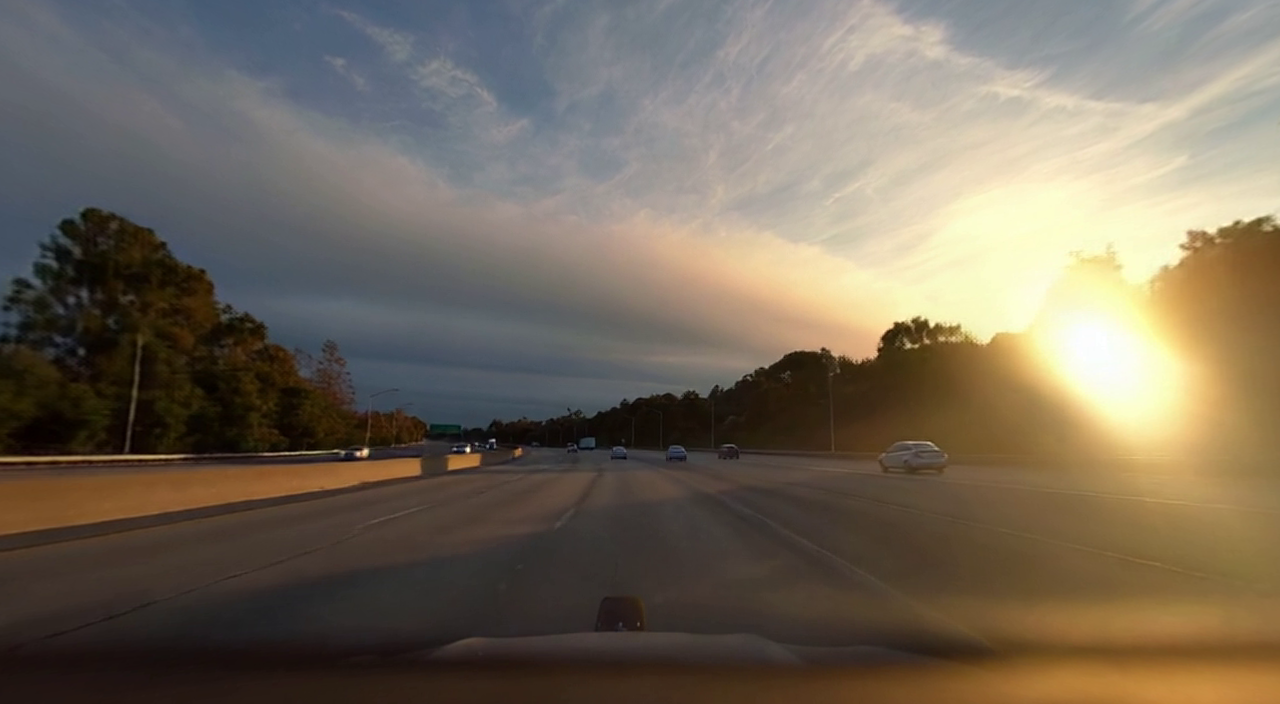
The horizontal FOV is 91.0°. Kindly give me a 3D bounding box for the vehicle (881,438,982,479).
[{"bbox_3d":[13.744,5.059,30.181,2.107,1.803,5.385,0,-9,-2],"label":"vehicle"}]
